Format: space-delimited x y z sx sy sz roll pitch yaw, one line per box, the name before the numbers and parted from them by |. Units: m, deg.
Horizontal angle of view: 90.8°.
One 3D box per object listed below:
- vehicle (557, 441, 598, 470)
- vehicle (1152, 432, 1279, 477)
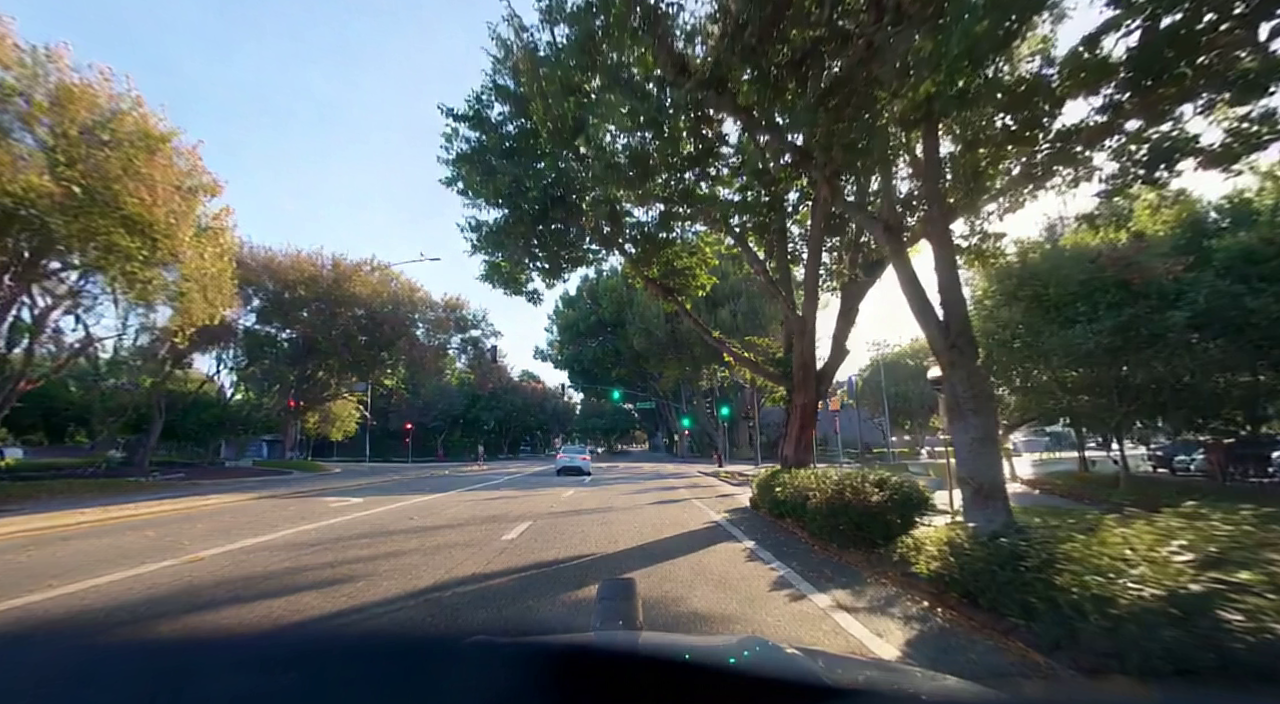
vehicle | -3.695 6.200 38.074 2.076 1.599 4.483 0 -9 -1
vehicle | 26.661 4.653 28.694 4.641 1.714 2.065 -7 -10 18
